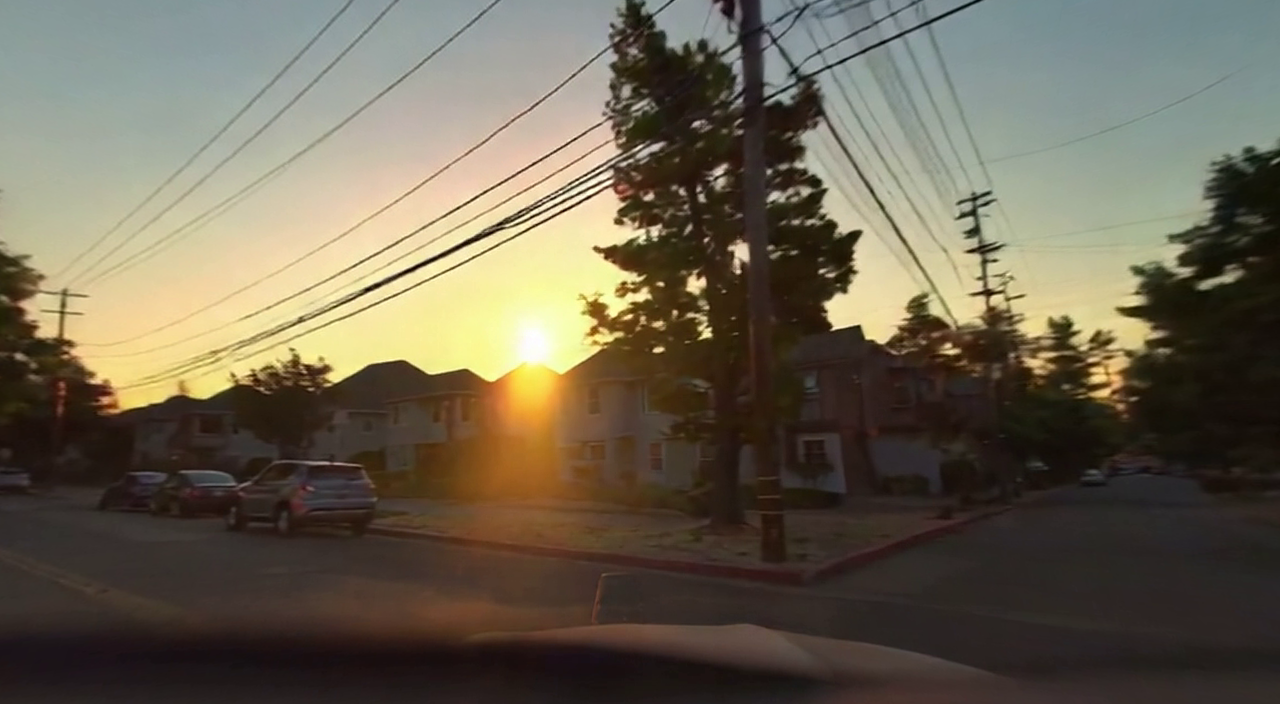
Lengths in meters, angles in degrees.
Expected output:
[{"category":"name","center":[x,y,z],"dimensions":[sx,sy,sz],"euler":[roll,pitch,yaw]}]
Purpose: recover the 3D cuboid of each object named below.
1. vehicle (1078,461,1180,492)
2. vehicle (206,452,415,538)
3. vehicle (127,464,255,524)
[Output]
[{"category":"vehicle","center":[29.918,7.586,38.531],"dimensions":[4.700,1.677,1.927],"euler":[-6,-10,37]},{"category":"vehicle","center":[-7.808,3.263,14.689],"dimensions":[5.170,1.626,2.272],"euler":[-9,-14,37]},{"category":"vehicle","center":[-14.056,4.332,19.577],"dimensions":[4.652,1.494,1.868],"euler":[-6,-10,37]}]
